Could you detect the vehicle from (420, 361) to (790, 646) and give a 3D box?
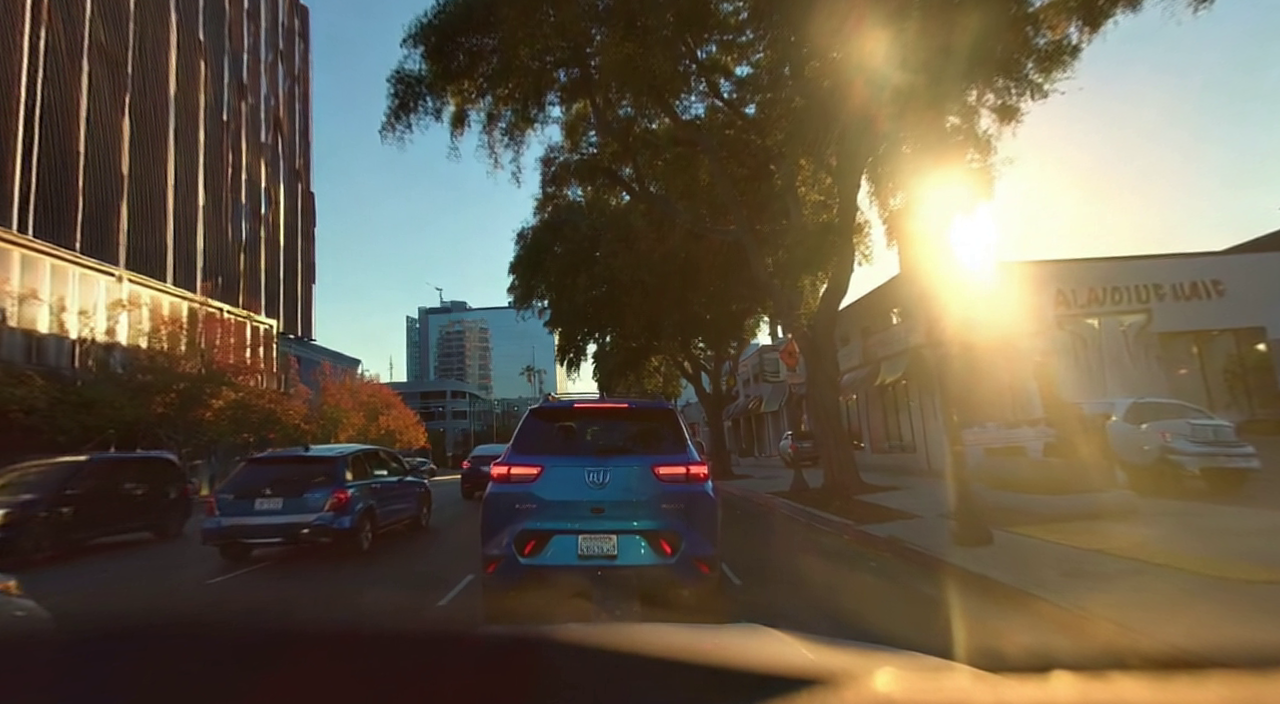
[{"bbox_3d":[-0.369,1.343,6.624,2.531,1.930,4.382,0,-8,-4],"label":"vehicle"}]

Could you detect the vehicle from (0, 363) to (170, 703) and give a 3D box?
[{"bbox_3d":[-3.188,0.660,0.727,1.971,1.658,4.428,0,-8,-2],"label":"vehicle"}]

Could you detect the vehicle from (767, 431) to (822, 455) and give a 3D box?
[{"bbox_3d":[10.217,6.030,41.635,1.877,1.416,3.965,-8,-12,39],"label":"vehicle"}]

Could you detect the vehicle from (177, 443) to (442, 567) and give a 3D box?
[{"bbox_3d":[-4.656,2.158,9.843,1.876,1.448,4.464,0,-8,-2],"label":"vehicle"}]
